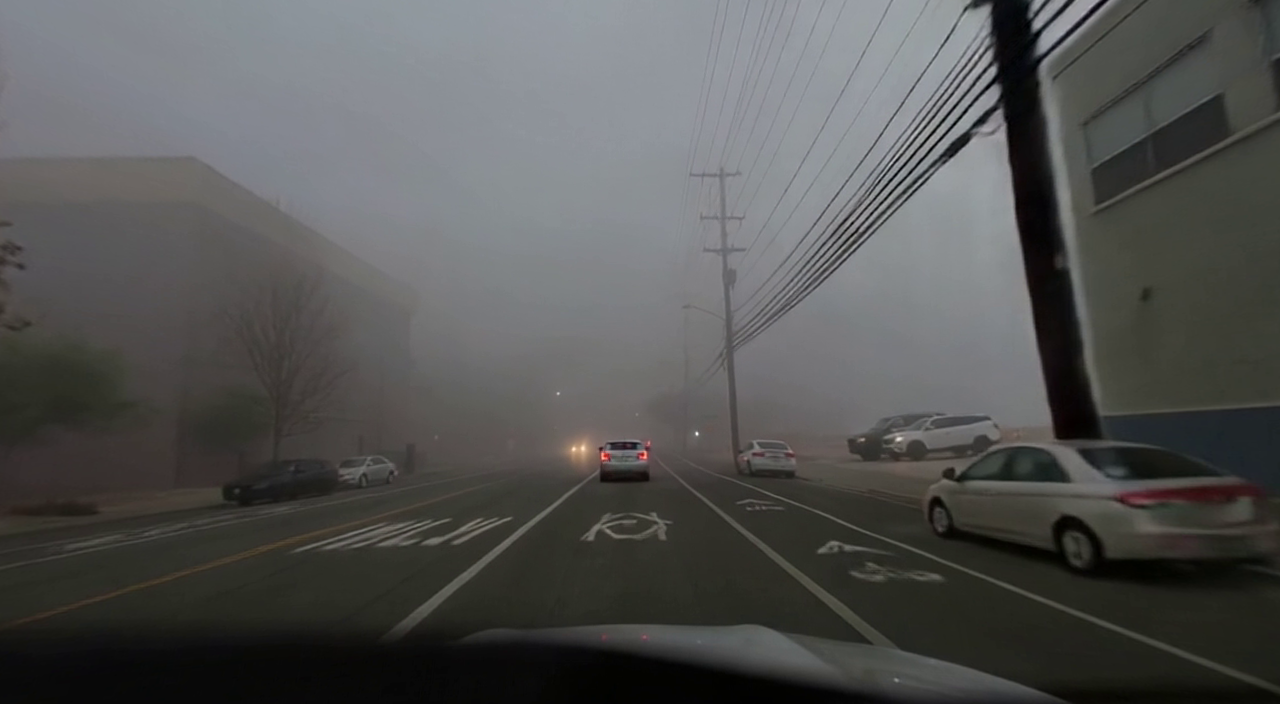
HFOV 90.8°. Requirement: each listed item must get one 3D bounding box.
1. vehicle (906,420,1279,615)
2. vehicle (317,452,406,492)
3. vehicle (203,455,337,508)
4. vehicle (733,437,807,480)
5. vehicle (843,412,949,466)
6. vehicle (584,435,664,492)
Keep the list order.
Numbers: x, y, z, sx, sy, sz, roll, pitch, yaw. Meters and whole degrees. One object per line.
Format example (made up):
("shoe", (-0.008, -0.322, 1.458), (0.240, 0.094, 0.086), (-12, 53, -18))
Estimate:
("vehicle", (5.072, 1.595, 7.170), (1.987, 1.459, 4.677), (0, -8, -1))
("vehicle", (-11.637, 5.009, 26.739), (1.817, 1.480, 4.282), (0, -8, 0))
("vehicle", (-11.798, 4.127, 20.566), (1.828, 1.457, 4.371), (0, -8, -2))
("vehicle", (5.112, 4.253, 25.508), (1.937, 1.523, 4.541), (0, -8, -1))
("vehicle", (11.103, 3.843, 28.023), (2.329, 2.145, 5.841), (0, -8, 1))
("vehicle", (-0.445, 3.259, 18.804), (2.116, 1.479, 3.980), (0, -8, -1))
